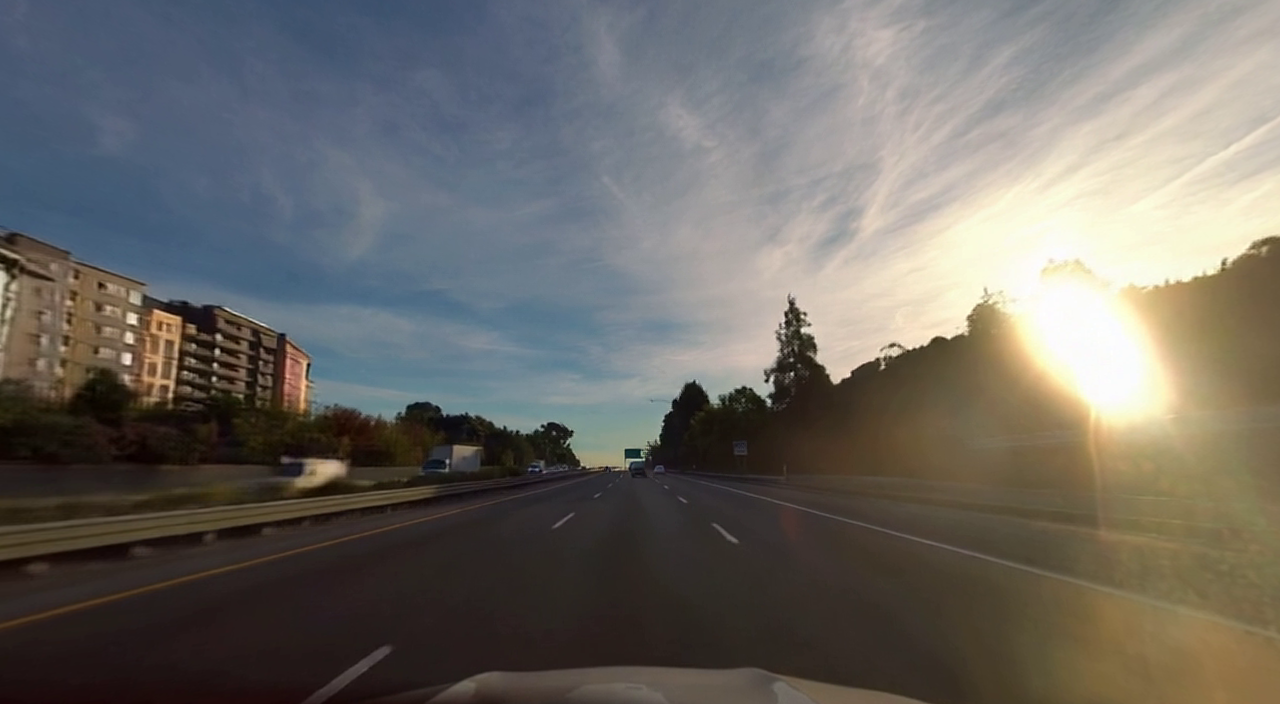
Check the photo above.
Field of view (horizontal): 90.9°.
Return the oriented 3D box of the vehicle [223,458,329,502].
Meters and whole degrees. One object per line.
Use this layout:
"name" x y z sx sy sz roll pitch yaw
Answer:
"vehicle" -15.688 5.547 27.495 1.958 1.686 4.519 1 -10 -1
